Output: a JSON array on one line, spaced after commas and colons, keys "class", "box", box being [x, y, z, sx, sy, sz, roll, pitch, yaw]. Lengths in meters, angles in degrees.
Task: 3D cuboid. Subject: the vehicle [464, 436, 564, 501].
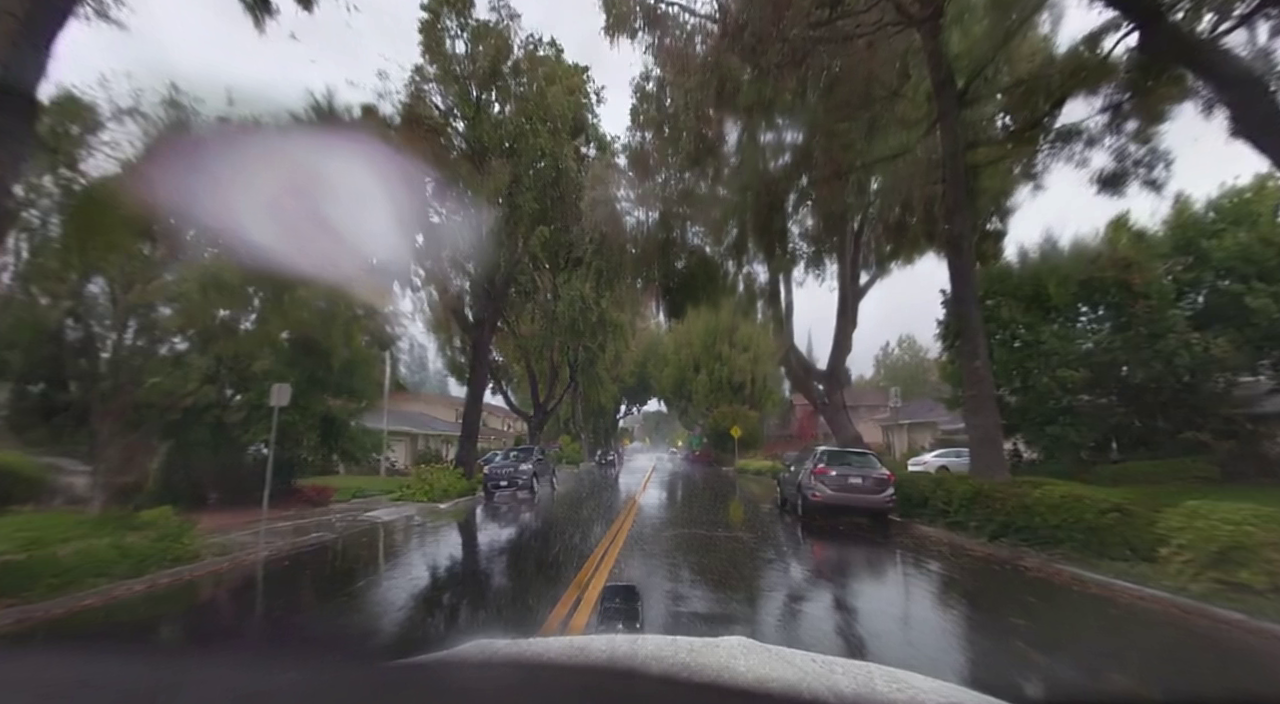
[{"class": "vehicle", "box": [-4.049, 3.868, 21.099, 2.093, 1.810, 4.555, -3, -10, 4]}]

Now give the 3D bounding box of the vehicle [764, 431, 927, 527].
[{"class": "vehicle", "box": [4.053, 2.569, 13.342, 2.115, 1.673, 4.236, -1, -9, 2]}]

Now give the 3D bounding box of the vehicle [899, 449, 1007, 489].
[{"class": "vehicle", "box": [12.928, 4.770, 26.052, 4.242, 1.503, 1.922, 5, -10, -32]}]
